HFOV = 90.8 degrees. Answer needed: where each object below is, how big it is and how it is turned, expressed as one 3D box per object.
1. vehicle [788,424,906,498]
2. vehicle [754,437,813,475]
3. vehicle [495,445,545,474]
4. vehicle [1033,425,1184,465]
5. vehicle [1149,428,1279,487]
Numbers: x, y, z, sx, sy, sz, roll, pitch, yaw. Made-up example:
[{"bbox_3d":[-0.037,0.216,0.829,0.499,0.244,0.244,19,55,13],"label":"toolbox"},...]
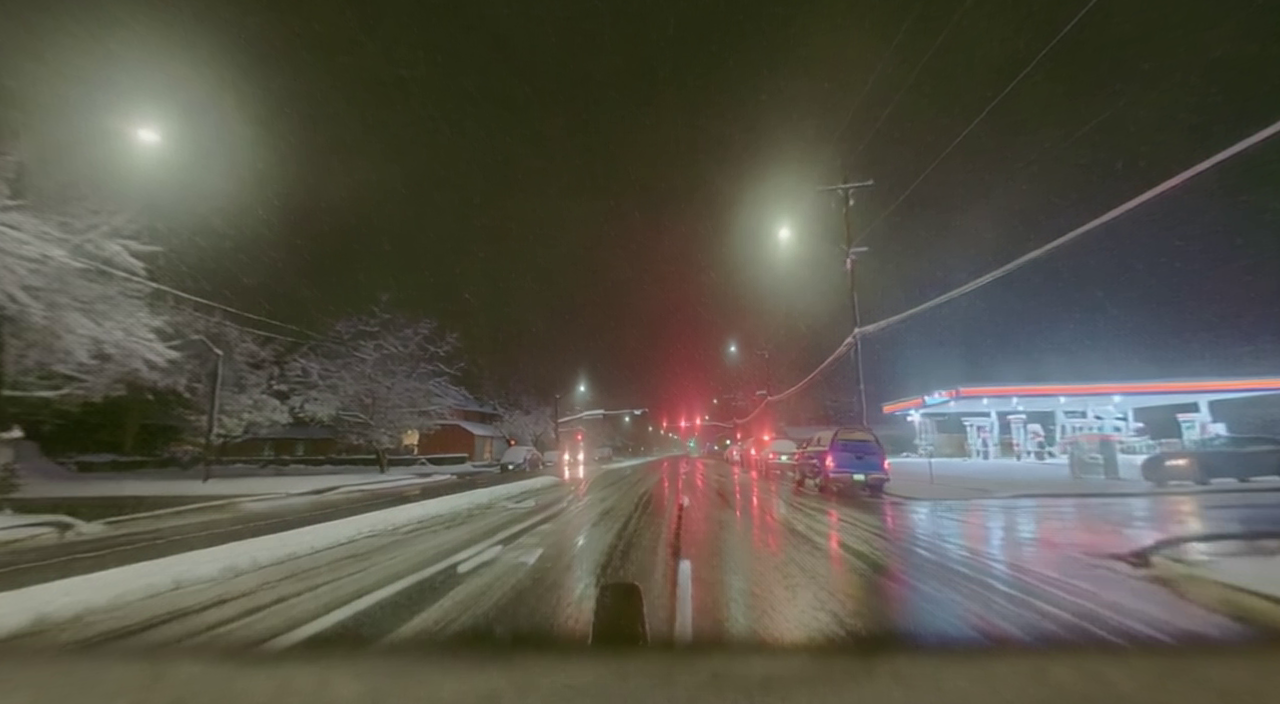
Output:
[{"bbox_3d":[5.954,3.209,18.927,2.194,1.896,5.049,-1,-9,5],"label":"vehicle"},{"bbox_3d":[7.038,5.188,31.602,1.995,1.720,5.067,-1,-9,3],"label":"vehicle"},{"bbox_3d":[-9.037,8.156,48.212,2.214,1.994,5.721,-1,-9,6],"label":"vehicle"},{"bbox_3d":[19.086,3.839,25.936,4.421,1.548,2.061,-1,-9,6],"label":"vehicle"},{"bbox_3d":[16.602,2.858,17.338,1.919,1.411,4.440,-1,-9,7],"label":"vehicle"}]
